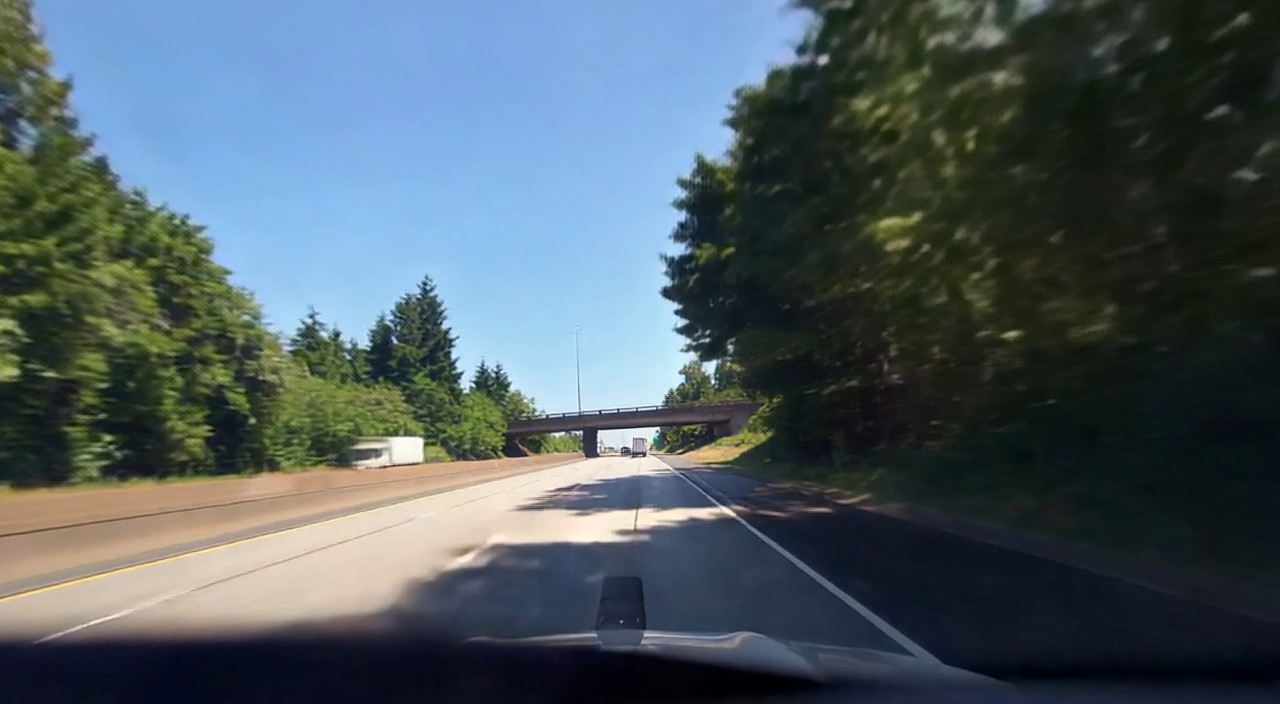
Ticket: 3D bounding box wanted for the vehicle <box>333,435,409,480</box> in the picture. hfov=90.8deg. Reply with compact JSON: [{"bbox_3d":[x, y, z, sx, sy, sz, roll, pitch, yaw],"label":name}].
[{"bbox_3d":[-17.012,6.667,40.282,2.243,2.618,5.756,0,-9,0],"label":"vehicle"}]
